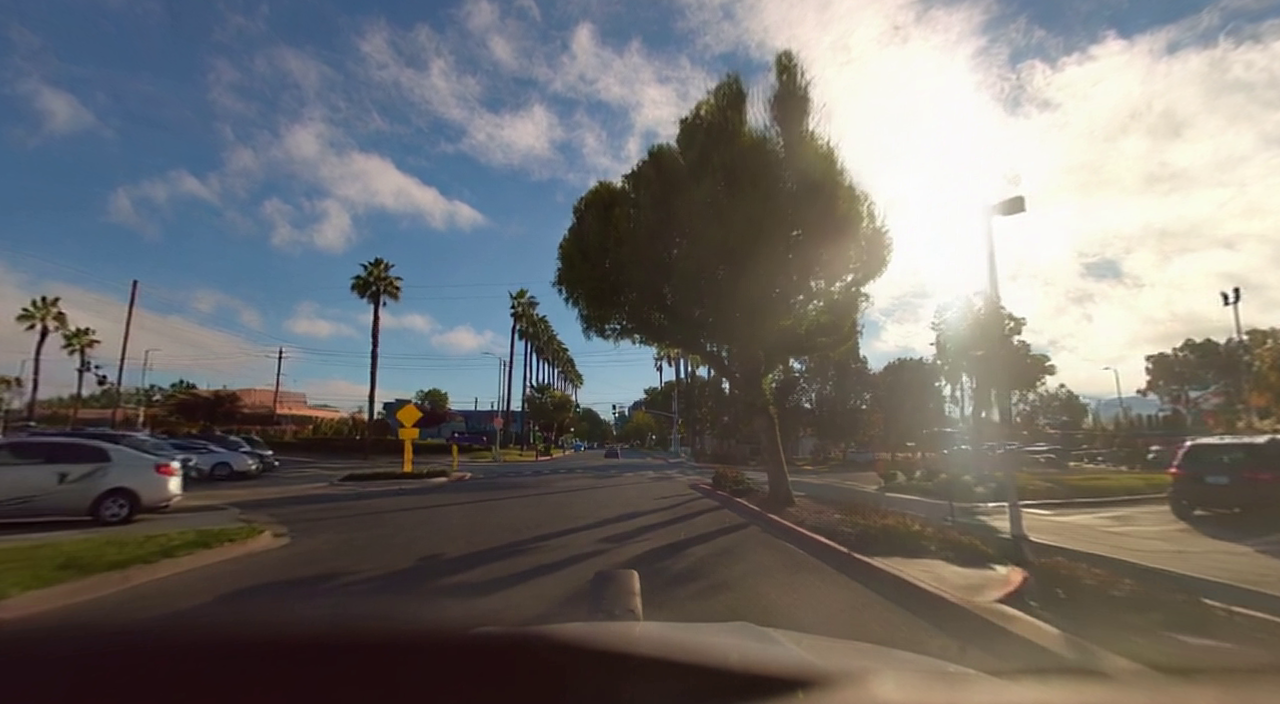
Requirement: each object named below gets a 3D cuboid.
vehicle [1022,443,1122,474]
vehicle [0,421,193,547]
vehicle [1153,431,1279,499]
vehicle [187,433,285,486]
[{"bbox_3d":[27.499,6.769,40.298,4.839,1.845,2.037,0,-8,-2],"label":"vehicle"},{"bbox_3d":[-8.463,1.552,7.465,2.086,1.434,4.809,-3,-9,18],"label":"vehicle"},{"bbox_3d":[17.447,3.048,17.263,2.043,1.721,4.722,2,-8,-27],"label":"vehicle"},{"bbox_3d":[-12.789,3.429,20.318,1.860,1.485,4.641,4,-10,-23],"label":"vehicle"}]
